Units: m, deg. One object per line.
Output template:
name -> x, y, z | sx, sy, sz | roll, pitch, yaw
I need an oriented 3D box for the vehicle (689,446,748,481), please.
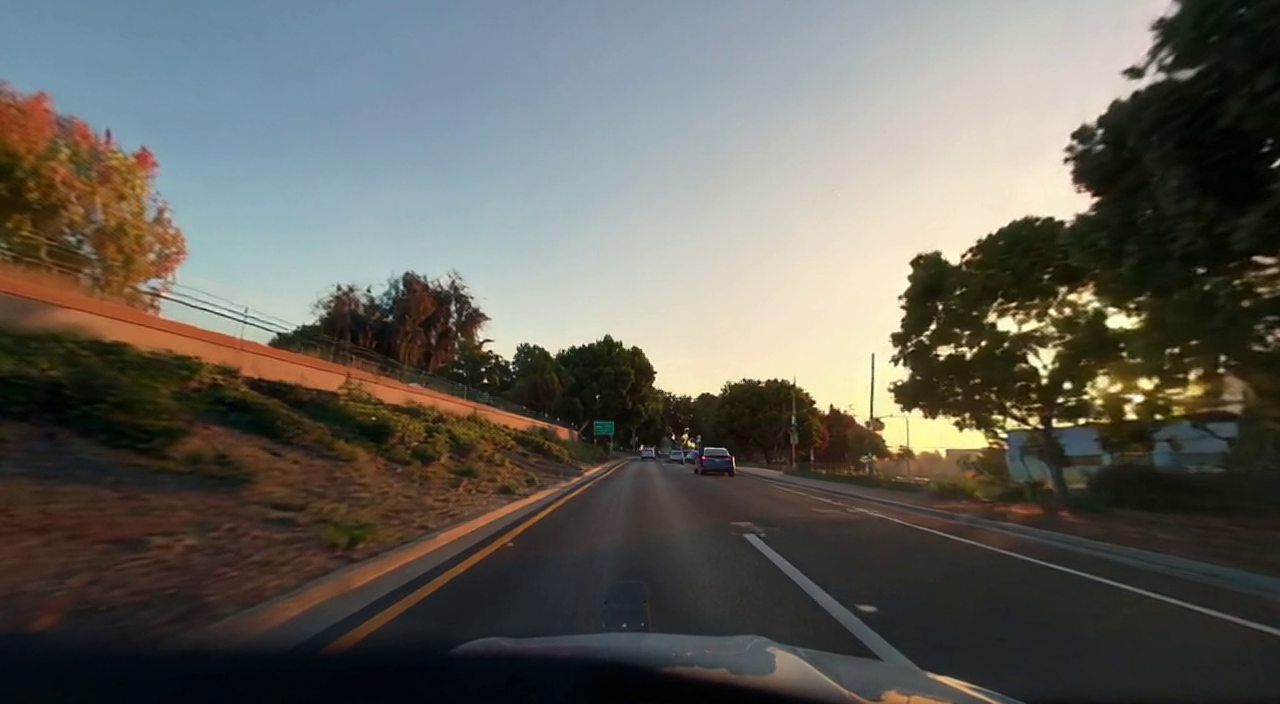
vehicle -> 3.497, 5.069, 28.979 | 1.956, 1.473, 4.640 | 1, -9, -2
